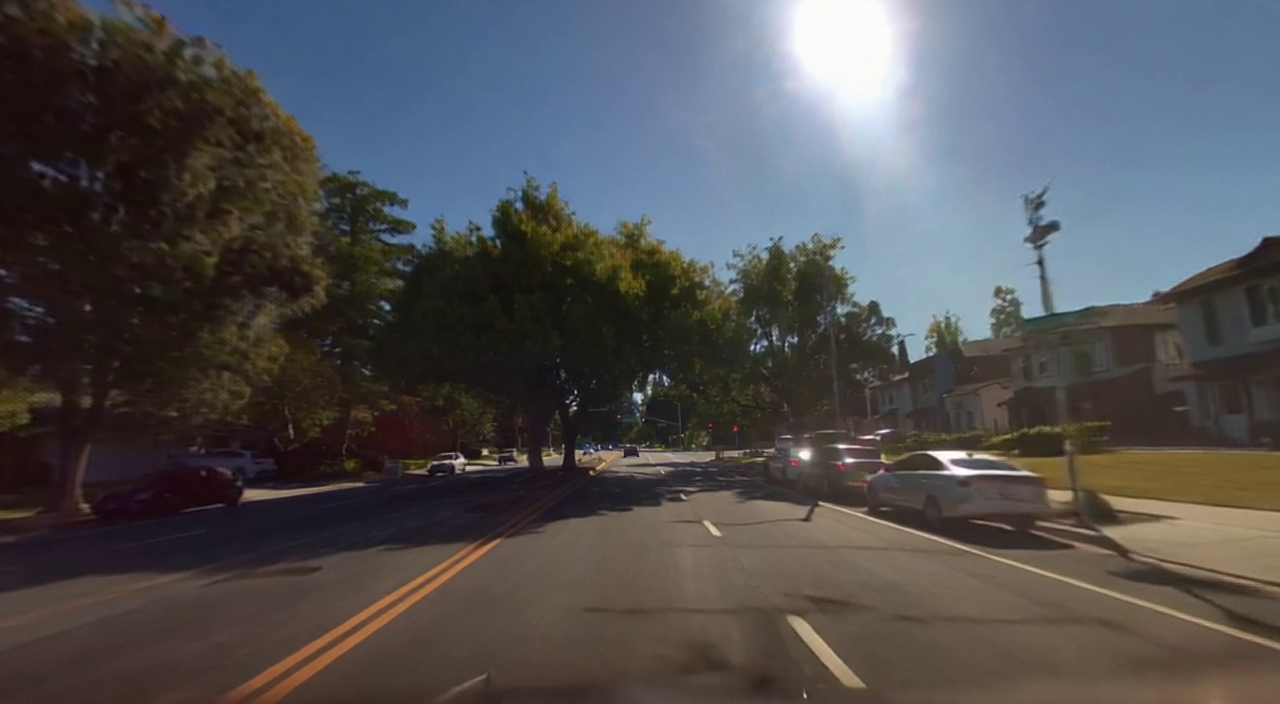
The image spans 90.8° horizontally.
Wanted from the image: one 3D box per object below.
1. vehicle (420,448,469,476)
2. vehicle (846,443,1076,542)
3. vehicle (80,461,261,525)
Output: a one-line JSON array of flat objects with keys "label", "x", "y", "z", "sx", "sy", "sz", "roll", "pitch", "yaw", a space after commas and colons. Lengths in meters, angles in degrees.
[{"label": "vehicle", "x": -13.035, "y": 7.371, "z": 42.458, "sx": 1.916, "sy": 1.754, "sz": 4.337, "roll": 0, "pitch": -8, "yaw": -1}, {"label": "vehicle", "x": 5.565, "y": 2.447, "z": 11.757, "sx": 1.875, "sy": 1.466, "sz": 4.355, "roll": 0, "pitch": -9, "yaw": -2}, {"label": "vehicle", "x": -12.817, "y": 3.824, "z": 17.669, "sx": 1.812, "sy": 1.454, "sz": 4.351, "roll": 0, "pitch": -8, "yaw": -2}]
